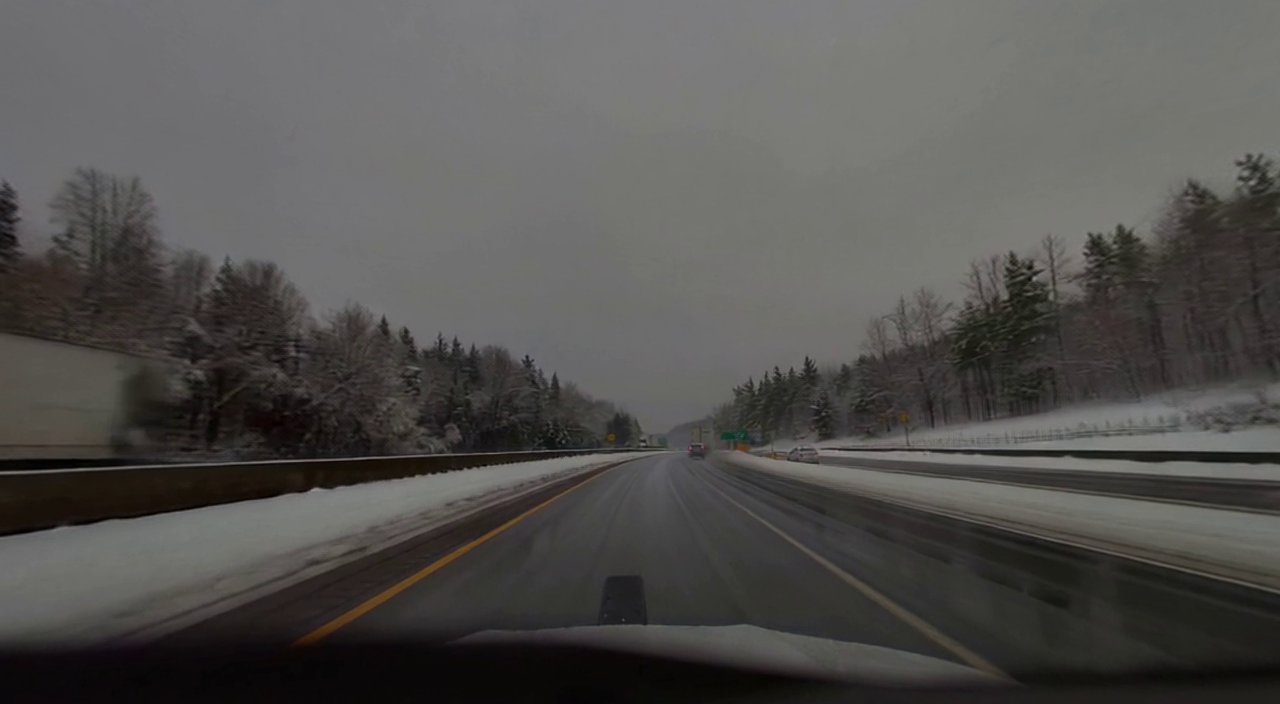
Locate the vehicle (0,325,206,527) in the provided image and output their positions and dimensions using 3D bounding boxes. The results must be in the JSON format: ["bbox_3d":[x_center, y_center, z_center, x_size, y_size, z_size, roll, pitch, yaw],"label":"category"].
[{"bbox_3d":[-14.645,1.284,11.399,2.854,4.101,14.140,-1,-9,3],"label":"vehicle"}]
